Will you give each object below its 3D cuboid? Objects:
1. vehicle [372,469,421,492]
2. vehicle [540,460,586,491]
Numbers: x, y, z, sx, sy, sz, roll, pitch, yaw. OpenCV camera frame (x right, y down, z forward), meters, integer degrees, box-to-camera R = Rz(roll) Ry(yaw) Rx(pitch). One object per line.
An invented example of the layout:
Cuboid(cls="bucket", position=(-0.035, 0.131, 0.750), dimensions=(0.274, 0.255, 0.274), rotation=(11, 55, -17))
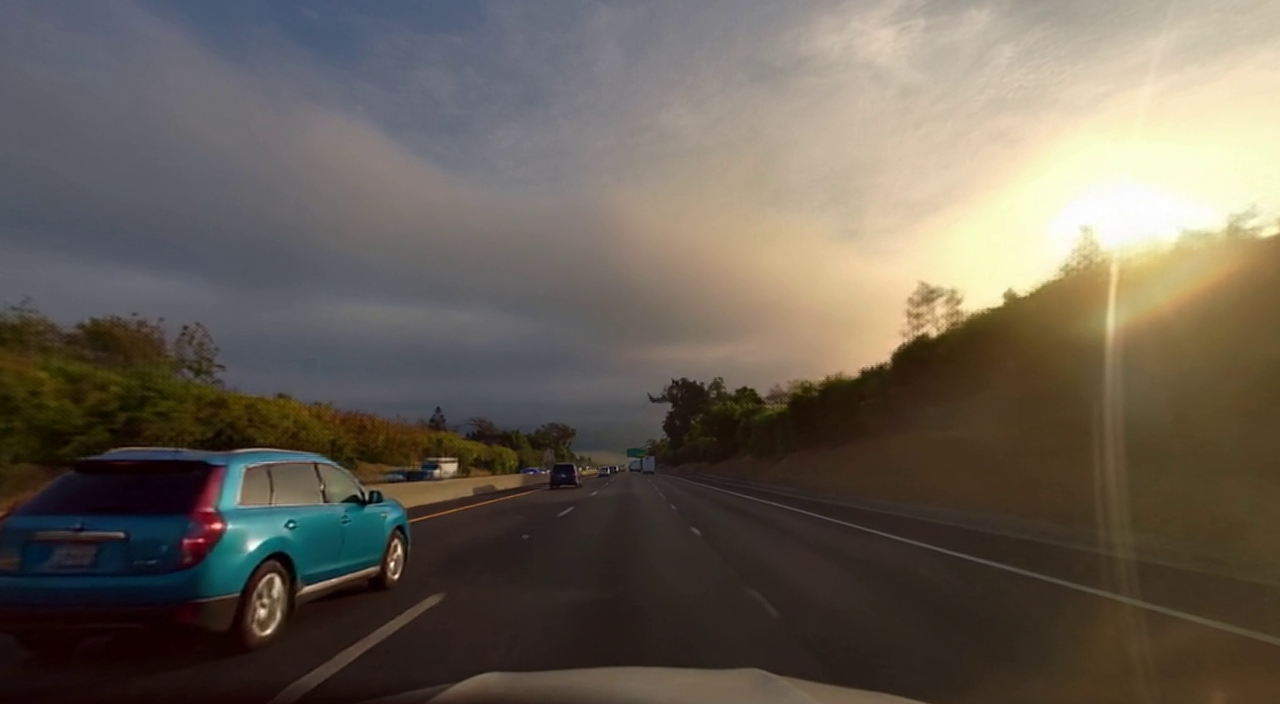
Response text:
Cuboid(cls="vehicle", position=(-16.727, 8.827, 43.543), dimensions=(1.734, 1.473, 4.015), rotation=(1, -10, 0))
Cuboid(cls="vehicle", position=(-4.632, 7.541, 38.683), dimensions=(2.178, 1.736, 4.847), rotation=(1, -10, 0))
